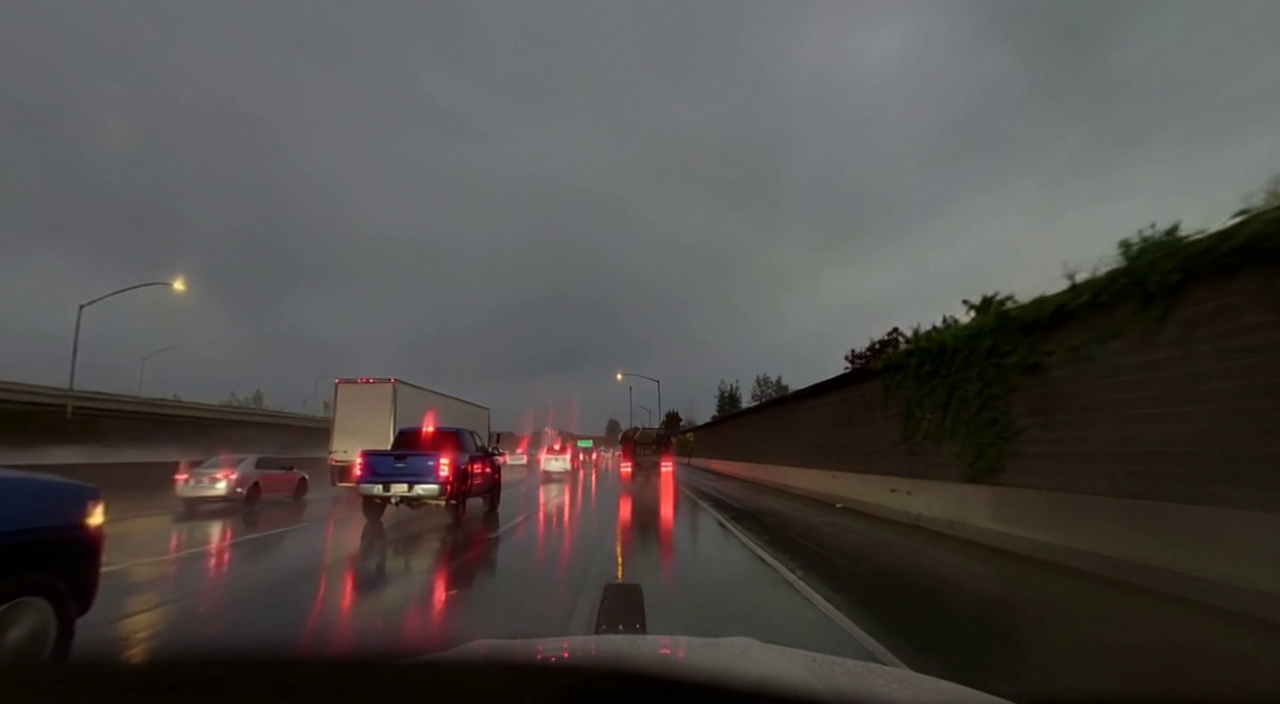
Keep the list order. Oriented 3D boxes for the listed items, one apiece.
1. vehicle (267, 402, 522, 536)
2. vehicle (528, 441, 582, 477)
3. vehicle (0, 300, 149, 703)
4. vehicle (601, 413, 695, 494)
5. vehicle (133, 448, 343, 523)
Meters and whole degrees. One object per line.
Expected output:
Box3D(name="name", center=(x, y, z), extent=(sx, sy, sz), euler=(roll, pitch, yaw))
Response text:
Box3D(name="vehicle", center=(-4.167, 2.168, 12.278), extent=(2.575, 1.958, 5.730), euler=(0, -9, 1))
Box3D(name="vehicle", center=(-4.618, 5.903, 35.118), extent=(2.329, 1.859, 4.823), euler=(0, -9, 1))
Box3D(name="vehicle", center=(-3.553, 0.452, 0.439), extent=(2.303, 1.835, 5.044), euler=(0, -9, 1))
Box3D(name="vehicle", center=(0.121, 3.702, 23.367), extent=(2.886, 2.471, 7.692), euler=(0, -9, -2))
Box3D(name="vehicle", center=(-8.683, 2.881, 14.209), extent=(1.893, 1.409, 4.154), euler=(-1, -9, 2))
